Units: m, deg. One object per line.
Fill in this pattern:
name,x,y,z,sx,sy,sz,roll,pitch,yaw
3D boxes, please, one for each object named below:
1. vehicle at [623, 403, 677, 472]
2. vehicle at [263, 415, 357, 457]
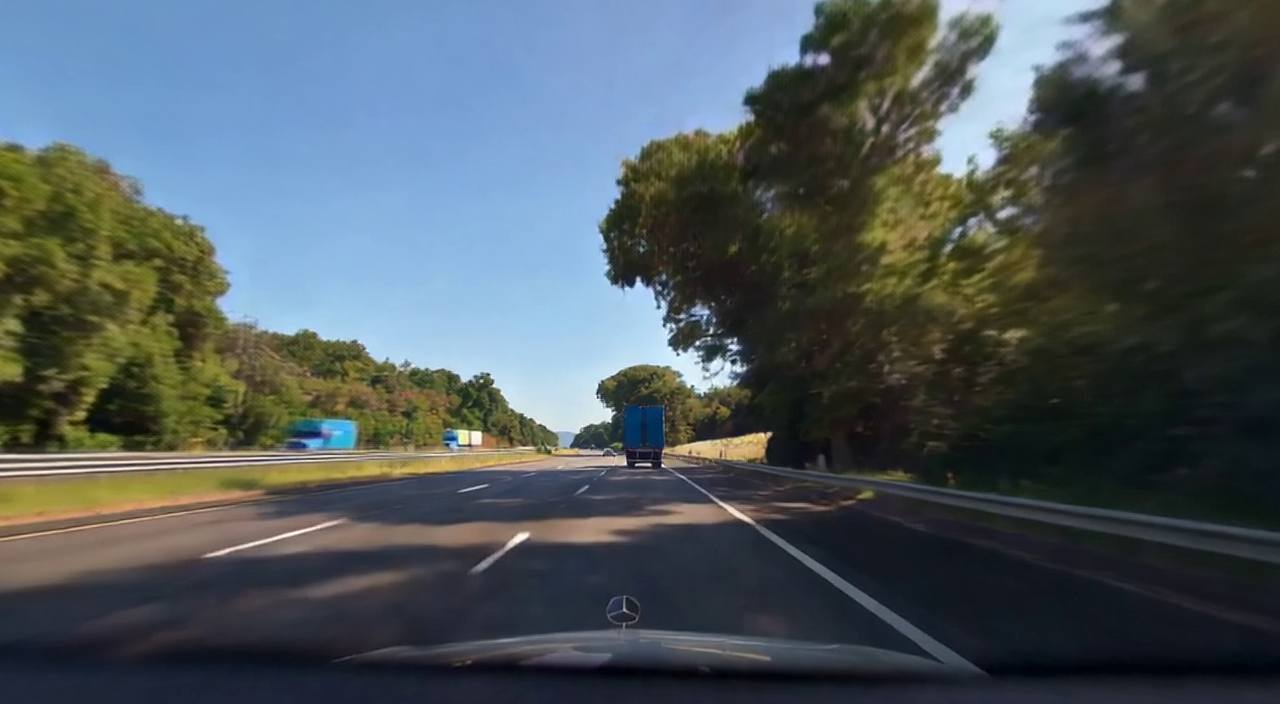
vehicle,0.430,5.820,42.222,3.055,4.009,10.972,0,-9,-2
vehicle,-19.998,5.232,38.558,2.270,2.351,5.551,-1,-10,5
